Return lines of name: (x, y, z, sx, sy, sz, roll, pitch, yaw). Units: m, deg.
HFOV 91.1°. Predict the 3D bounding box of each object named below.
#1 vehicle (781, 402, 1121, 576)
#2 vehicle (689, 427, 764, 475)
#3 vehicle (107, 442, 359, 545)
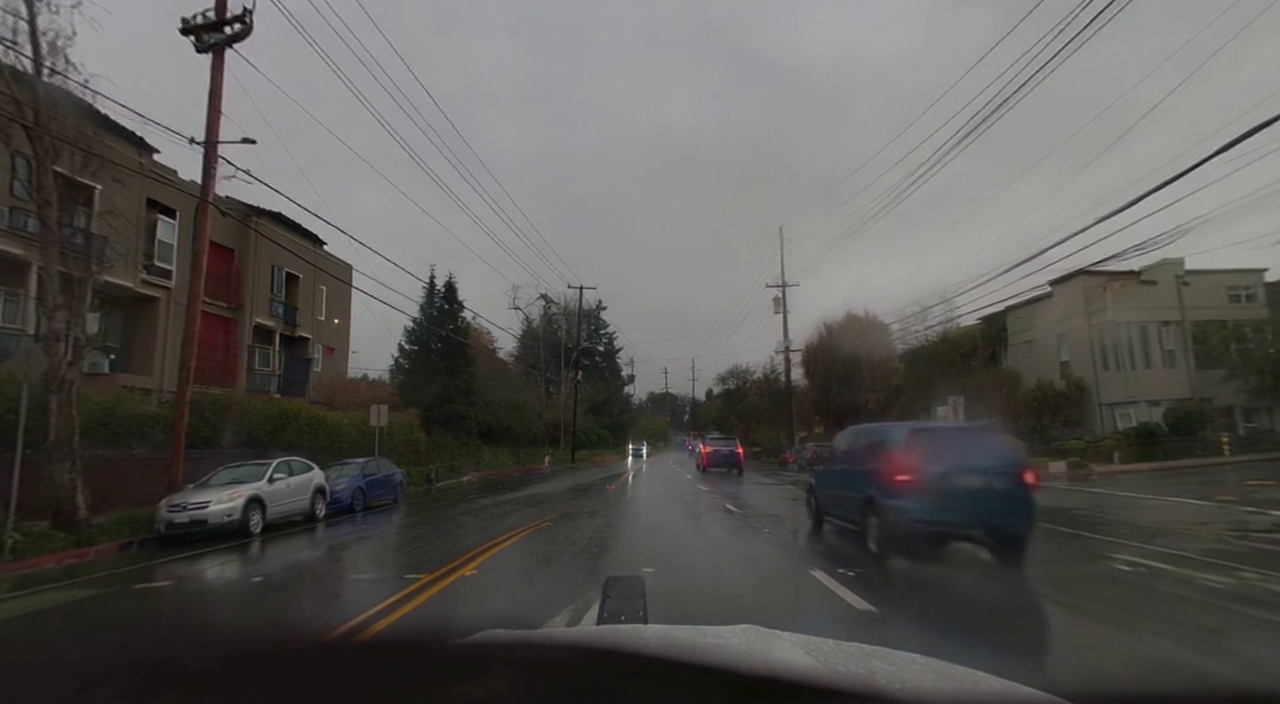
vehicle: (3.658, 1.724, 8.750, 2.306, 1.719, 4.805, 0, -8, 1)
vehicle: (3.583, 4.245, 27.139, 2.368, 1.840, 4.896, 0, -8, -2)
vehicle: (-8.431, 2.916, 13.767, 2.381, 1.825, 4.652, 0, -8, 0)
